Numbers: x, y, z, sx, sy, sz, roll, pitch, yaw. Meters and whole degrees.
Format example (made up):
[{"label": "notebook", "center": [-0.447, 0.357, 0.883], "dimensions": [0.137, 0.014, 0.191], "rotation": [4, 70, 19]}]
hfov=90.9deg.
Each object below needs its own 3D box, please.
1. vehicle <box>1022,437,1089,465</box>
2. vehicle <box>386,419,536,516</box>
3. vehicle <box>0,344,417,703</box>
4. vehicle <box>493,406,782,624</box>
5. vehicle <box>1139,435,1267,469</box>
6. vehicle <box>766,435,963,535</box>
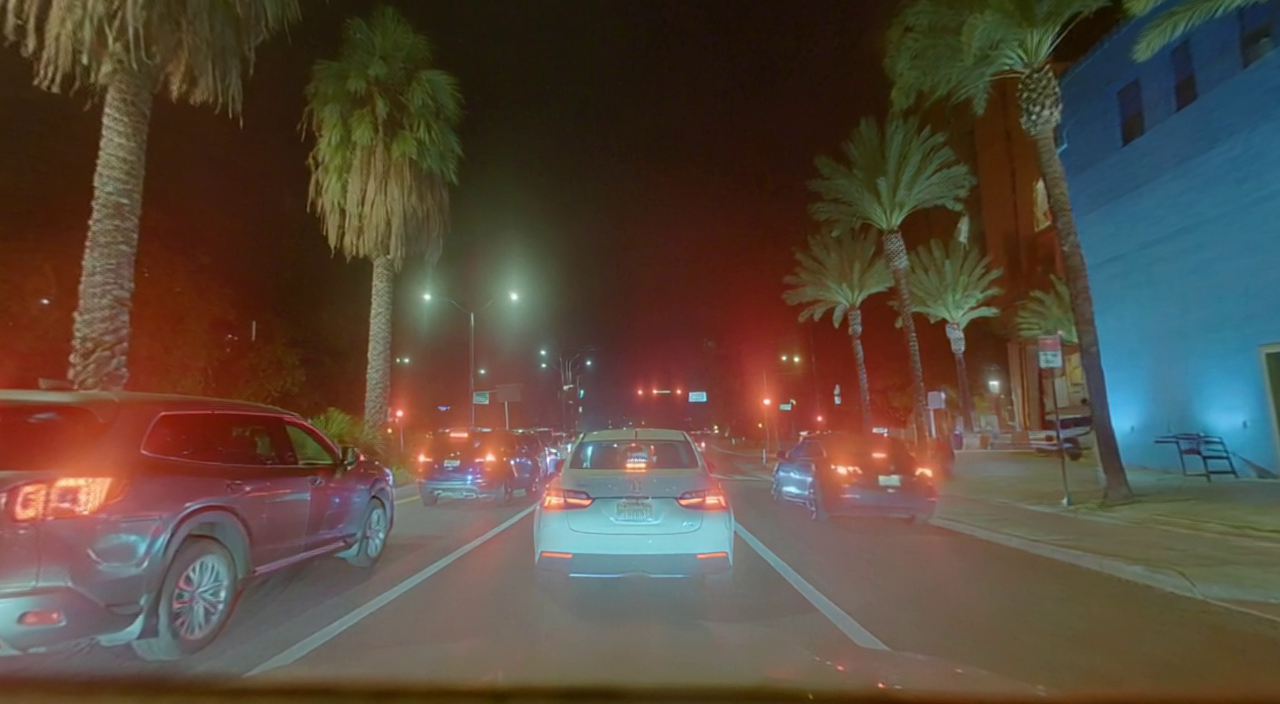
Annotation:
[{"label": "vehicle", "center": [26.072, 6.245, 39.692], "dimensions": [1.882, 1.672, 3.957], "rotation": [-1, -9, 7]}, {"label": "vehicle", "center": [-3.474, 2.320, 13.078], "dimensions": [1.840, 1.684, 4.041], "rotation": [0, -8, 1]}, {"label": "vehicle", "center": [-3.536, 1.145, 5.042], "dimensions": [1.914, 1.741, 4.398], "rotation": [0, -8, -1]}, {"label": "vehicle", "center": [-0.047, 1.519, 6.852], "dimensions": [2.114, 1.585, 4.285], "rotation": [0, -8, -1]}, {"label": "vehicle", "center": [25.474, 4.533, 28.636], "dimensions": [3.914, 1.427, 1.779], "rotation": [-2, -8, 5]}, {"label": "vehicle", "center": [3.866, 2.360, 11.896], "dimensions": [1.982, 1.480, 4.572], "rotation": [1, -8, -1]}]
